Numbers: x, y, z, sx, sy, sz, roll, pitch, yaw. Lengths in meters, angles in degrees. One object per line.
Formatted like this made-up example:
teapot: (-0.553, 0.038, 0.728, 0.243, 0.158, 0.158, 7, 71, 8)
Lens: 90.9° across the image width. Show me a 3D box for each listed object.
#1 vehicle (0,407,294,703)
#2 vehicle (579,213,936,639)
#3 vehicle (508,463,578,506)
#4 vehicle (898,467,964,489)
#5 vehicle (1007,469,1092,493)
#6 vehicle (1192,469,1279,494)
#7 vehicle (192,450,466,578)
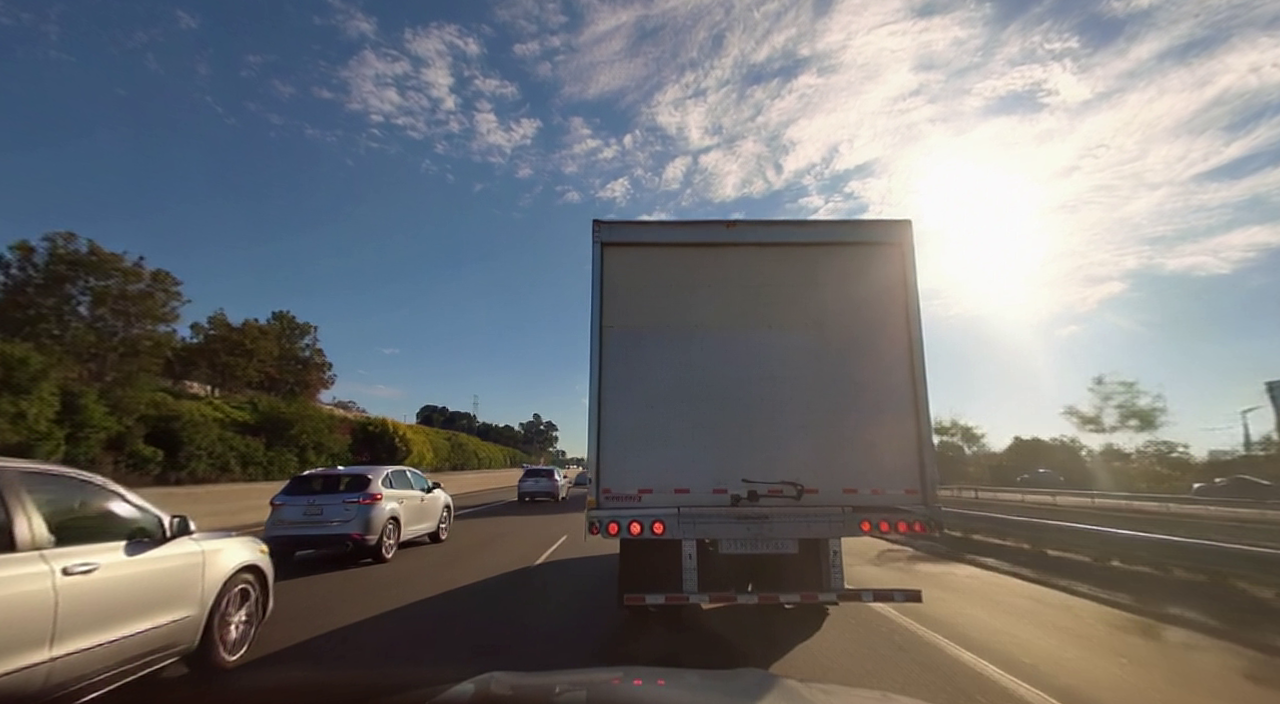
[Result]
vehicle: (-3.474, 0.892, 2.025, 1.983, 1.509, 4.679, 0, -11, 1)
vehicle: (0.871, 1.318, 9.561, 2.831, 3.529, 8.689, 1, -11, -1)
vehicle: (-3.710, 5.192, 24.970, 1.964, 1.482, 4.371, 0, -11, 1)
vehicle: (21.451, 9.263, 46.490, 4.107, 1.485, 1.796, -6, -13, 33)
vehicle: (27.106, 8.522, 41.861, 4.299, 1.465, 1.807, -3, -11, 20)
vehicle: (37.975, 8.204, 39.983, 3.974, 1.485, 1.709, 0, -11, 4)
vehicle: (-4.301, 2.338, 9.736, 1.946, 1.469, 4.431, 1, -11, 0)
